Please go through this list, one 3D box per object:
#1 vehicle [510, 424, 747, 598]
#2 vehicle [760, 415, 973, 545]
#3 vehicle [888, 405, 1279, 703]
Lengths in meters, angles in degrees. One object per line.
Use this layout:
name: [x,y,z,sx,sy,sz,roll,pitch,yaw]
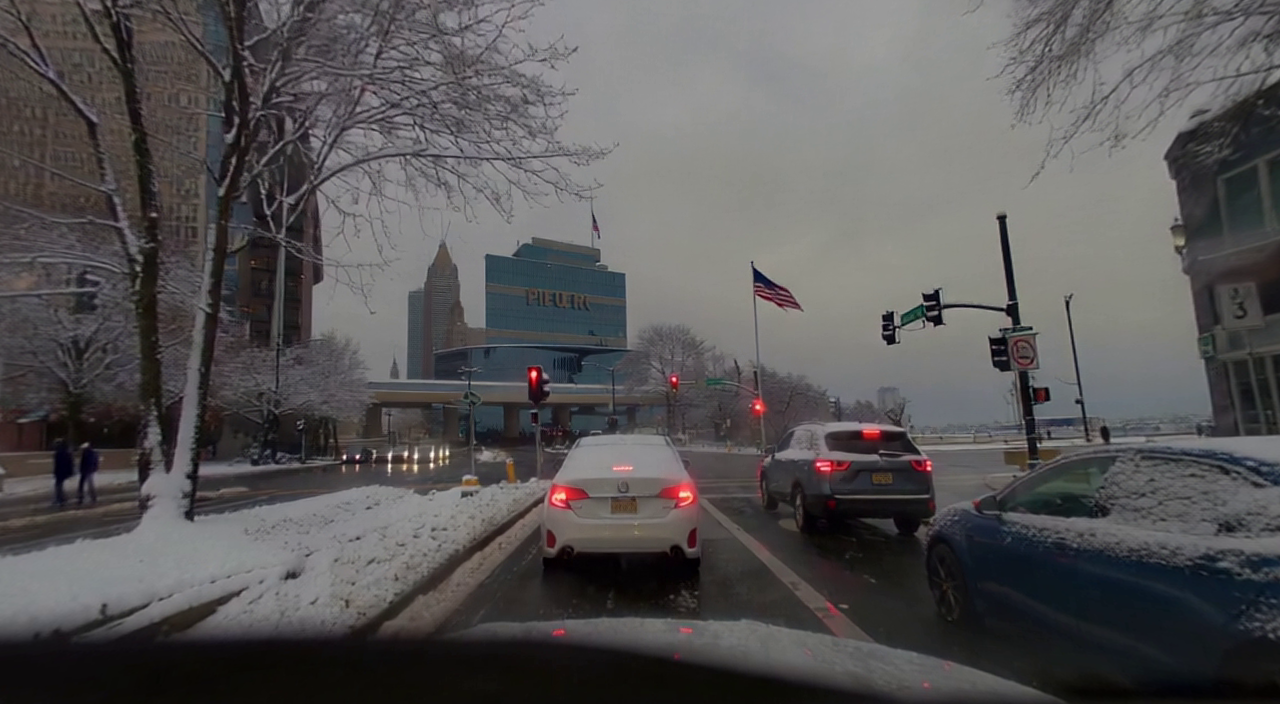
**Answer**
vehicle: [-0.103,1.694,7.537,2.096,1.521,3.747,0,-8,0]
vehicle: [3.513,2.078,10.939,1.978,1.738,4.599,0,-8,0]
vehicle: [3.375,1.175,3.995,1.833,1.465,4.258,0,-8,-1]
